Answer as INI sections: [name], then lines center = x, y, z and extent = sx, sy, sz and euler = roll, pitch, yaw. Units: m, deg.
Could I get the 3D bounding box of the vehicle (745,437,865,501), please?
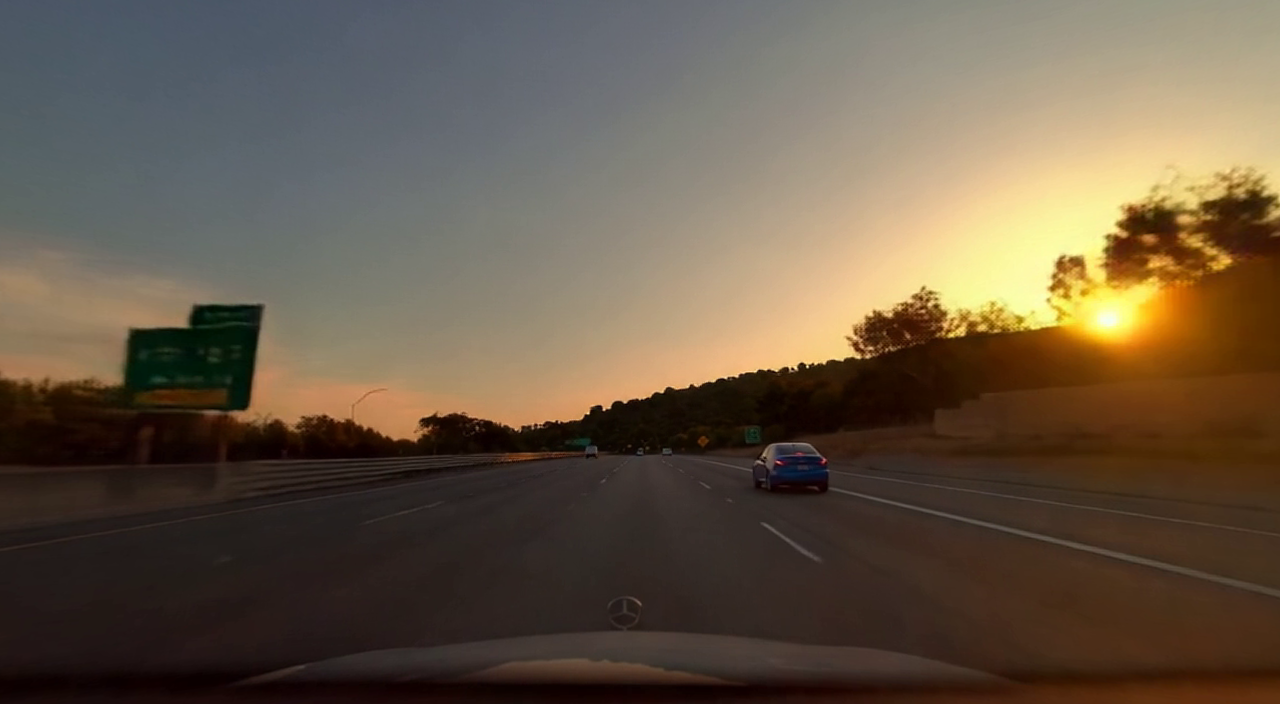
[vehicle]
center = 4.299, 3.135, 17.229
extent = 2.033, 1.501, 4.398
euler = 0, -9, -1
